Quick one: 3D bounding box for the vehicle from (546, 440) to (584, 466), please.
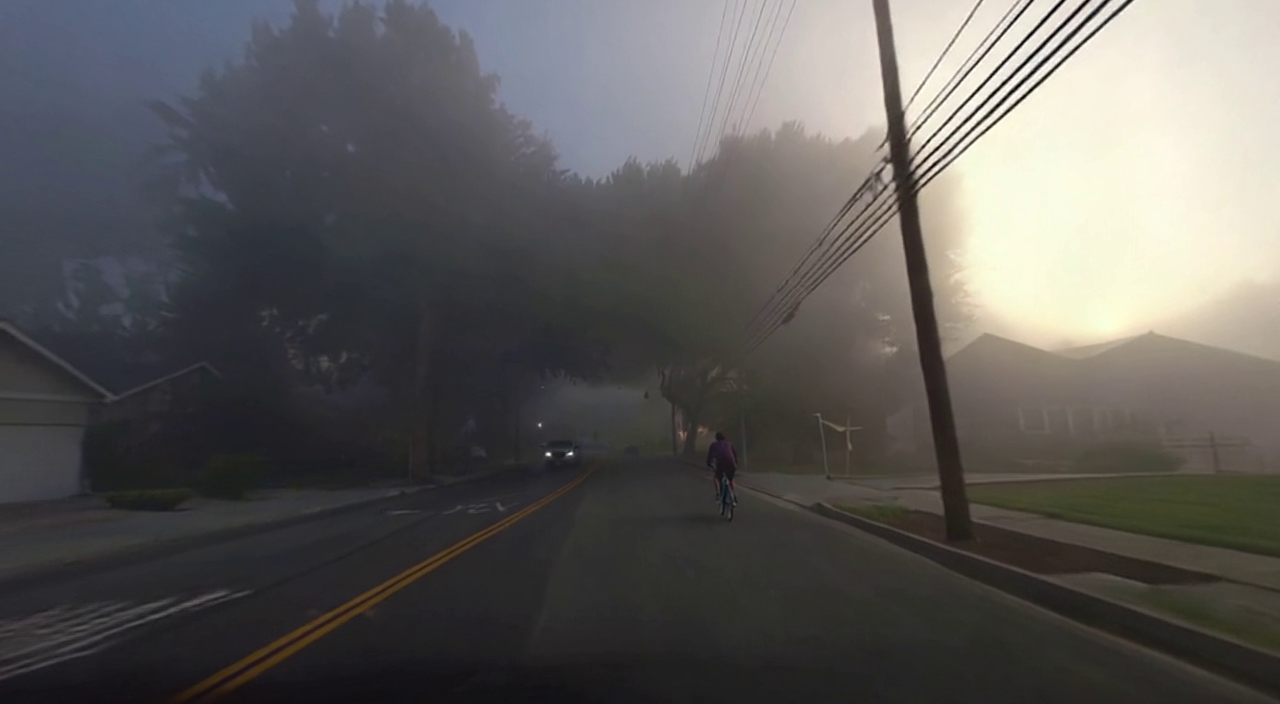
[{"bbox_3d":[-5.311,7.233,45.342,2.073,1.761,4.589,0,-8,1],"label":"vehicle"}]
